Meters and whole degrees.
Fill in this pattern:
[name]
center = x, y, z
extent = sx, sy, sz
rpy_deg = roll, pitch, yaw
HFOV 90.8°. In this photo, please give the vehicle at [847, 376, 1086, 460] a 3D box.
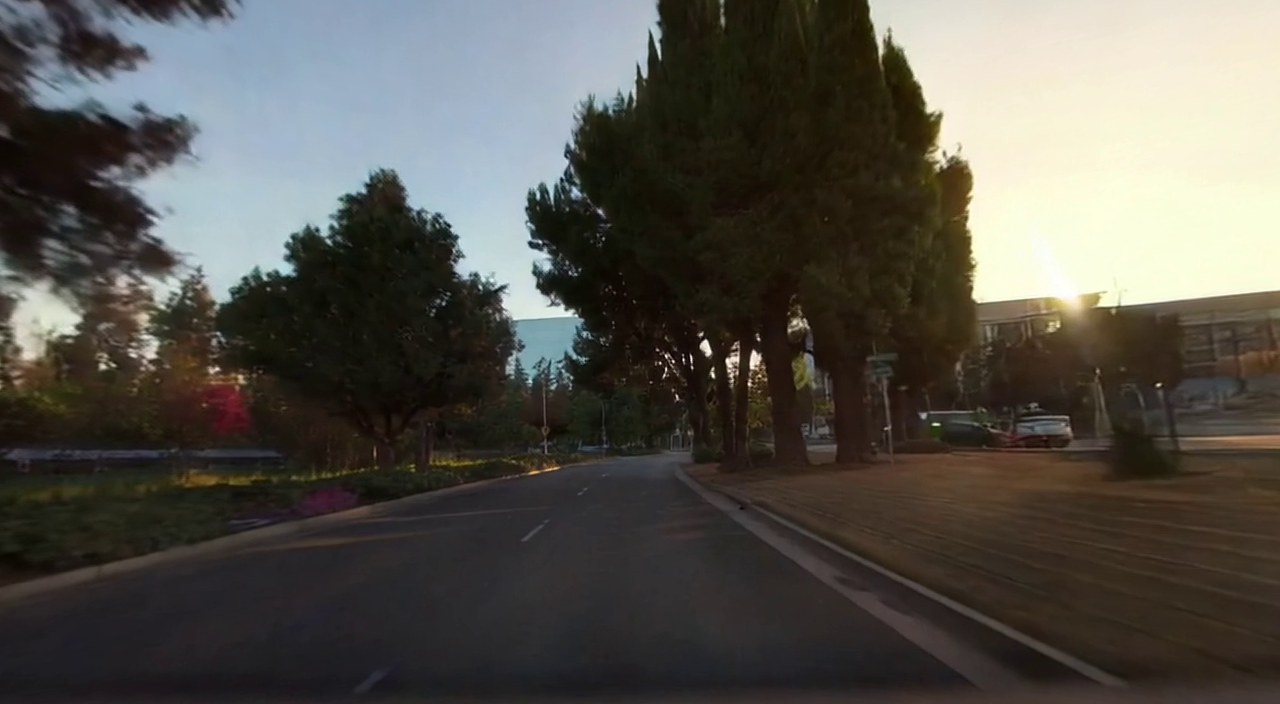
[vehicle]
center = 18.901, 4.755, 40.333
extent = 3.411, 3.967, 20.452
rpy_deg = 0, -9, -3
